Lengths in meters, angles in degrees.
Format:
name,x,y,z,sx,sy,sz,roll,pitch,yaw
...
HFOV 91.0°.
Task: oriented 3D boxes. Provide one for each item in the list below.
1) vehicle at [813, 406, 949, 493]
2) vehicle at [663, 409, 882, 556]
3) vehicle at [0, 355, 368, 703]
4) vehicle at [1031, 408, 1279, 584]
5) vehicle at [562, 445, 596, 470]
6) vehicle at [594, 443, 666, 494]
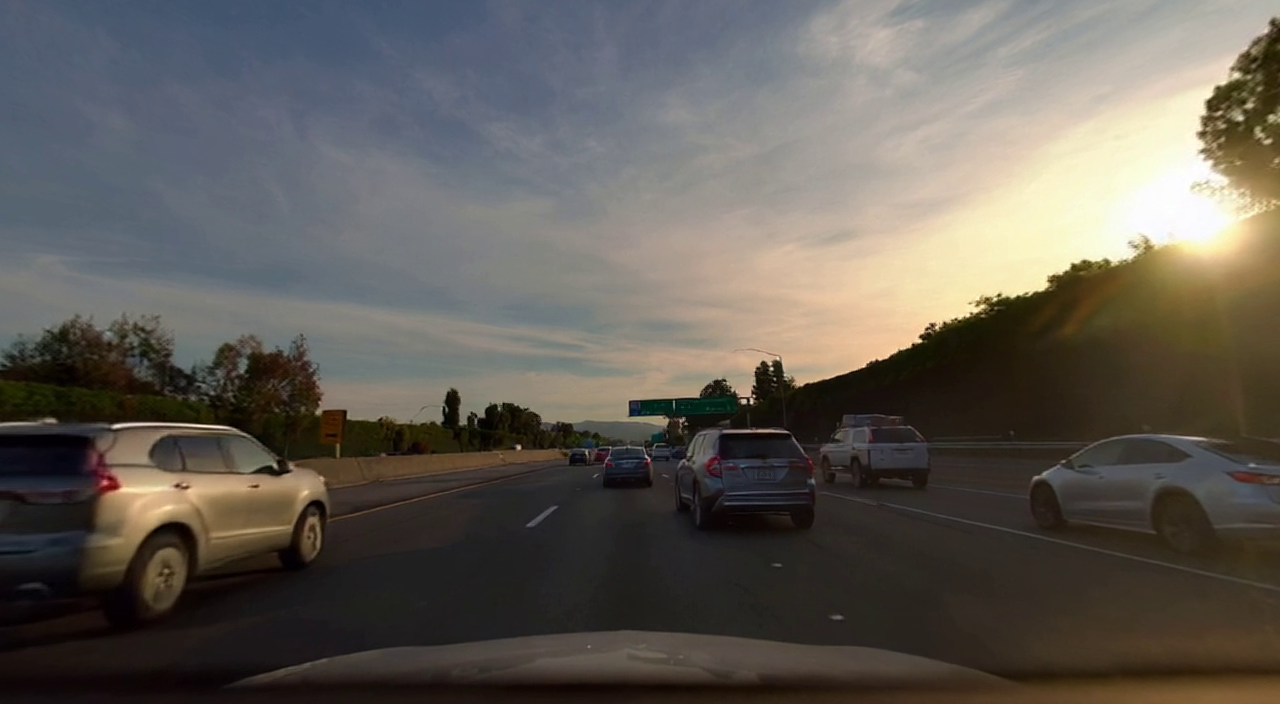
name,x,y,z,sx,sy,sz,roll,pitch,yaw
vehicle,7.855,3.299,21.393,2.390,2.503,5.788,0,-9,1
vehicle,1.677,1.874,9.625,2.230,1.740,3.976,1,-9,-4
vehicle,-4.272,1.188,5.063,2.047,1.755,4.638,0,-9,0
vehicle,7.039,1.590,7.401,1.972,1.647,4.429,0,-9,-1
vehicle,-4.163,7.264,43.428,1.889,1.600,4.043,0,-9,1
vehicle,-0.272,3.810,20.883,2.157,1.495,4.038,0,-9,1
